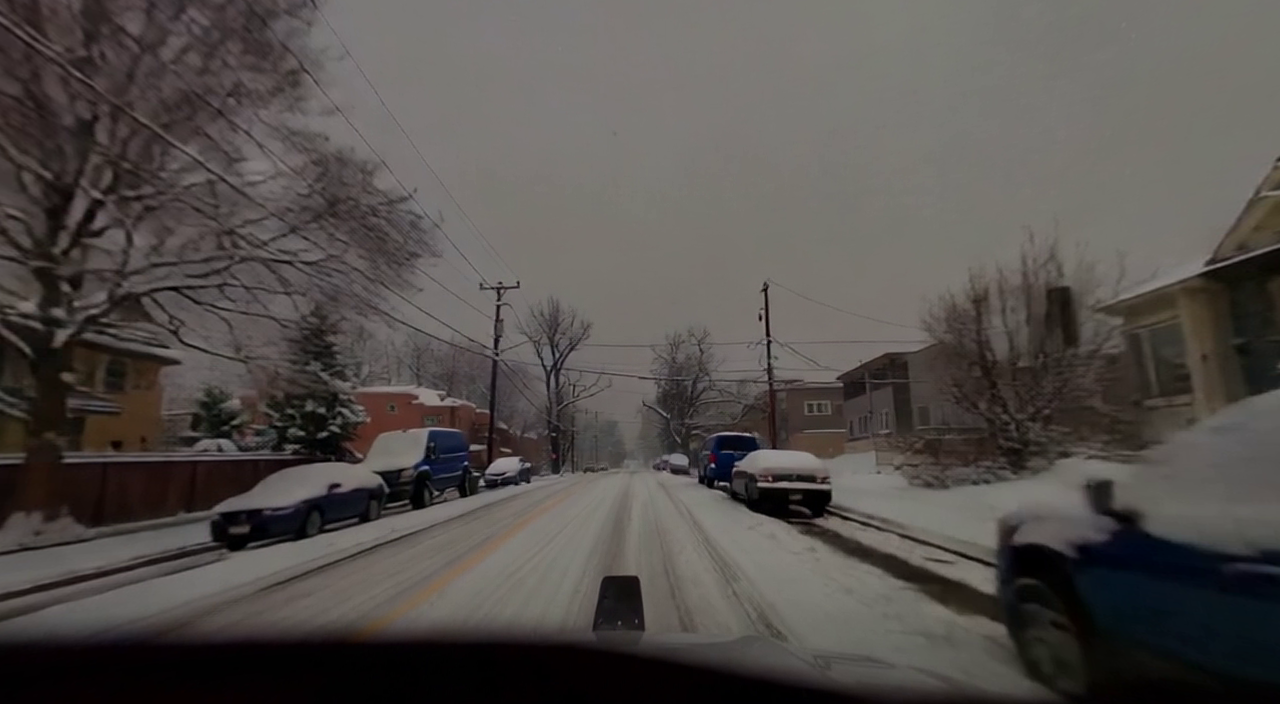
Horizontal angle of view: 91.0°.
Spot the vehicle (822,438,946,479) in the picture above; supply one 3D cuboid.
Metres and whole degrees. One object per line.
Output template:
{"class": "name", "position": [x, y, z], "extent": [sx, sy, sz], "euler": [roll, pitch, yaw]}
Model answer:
{"class": "vehicle", "position": [10.663, 4.707, 27.747], "extent": [4.607, 1.704, 1.922], "euler": [0, -9, 0]}

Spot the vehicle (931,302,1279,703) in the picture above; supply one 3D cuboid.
{"class": "vehicle", "position": [3.146, 0.711, 1.793], "extent": [2.136, 1.807, 4.946], "euler": [0, -9, -1]}

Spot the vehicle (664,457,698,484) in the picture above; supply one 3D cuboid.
{"class": "vehicle", "position": [2.802, 8.297, 44.327], "extent": [2.010, 1.661, 4.615], "euler": [0, -9, -1]}

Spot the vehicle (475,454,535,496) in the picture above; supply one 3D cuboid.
{"class": "vehicle", "position": [-6.893, 6.306, 32.628], "extent": [2.057, 1.632, 4.730], "euler": [0, -5, 0]}

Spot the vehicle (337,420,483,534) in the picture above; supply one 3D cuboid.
{"class": "vehicle", "position": [-6.939, 3.681, 19.912], "extent": [2.508, 2.712, 5.809], "euler": [-2, -4, 0]}

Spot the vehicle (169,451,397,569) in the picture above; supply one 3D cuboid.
{"class": "vehicle", "position": [-6.882, 3.007, 12.856], "extent": [2.027, 1.563, 4.594], "euler": [-3, -5, 0]}

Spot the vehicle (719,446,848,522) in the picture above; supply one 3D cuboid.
{"class": "vehicle", "position": [3.085, 2.918, 14.529], "extent": [1.796, 1.449, 4.373], "euler": [0, -9, -2]}
